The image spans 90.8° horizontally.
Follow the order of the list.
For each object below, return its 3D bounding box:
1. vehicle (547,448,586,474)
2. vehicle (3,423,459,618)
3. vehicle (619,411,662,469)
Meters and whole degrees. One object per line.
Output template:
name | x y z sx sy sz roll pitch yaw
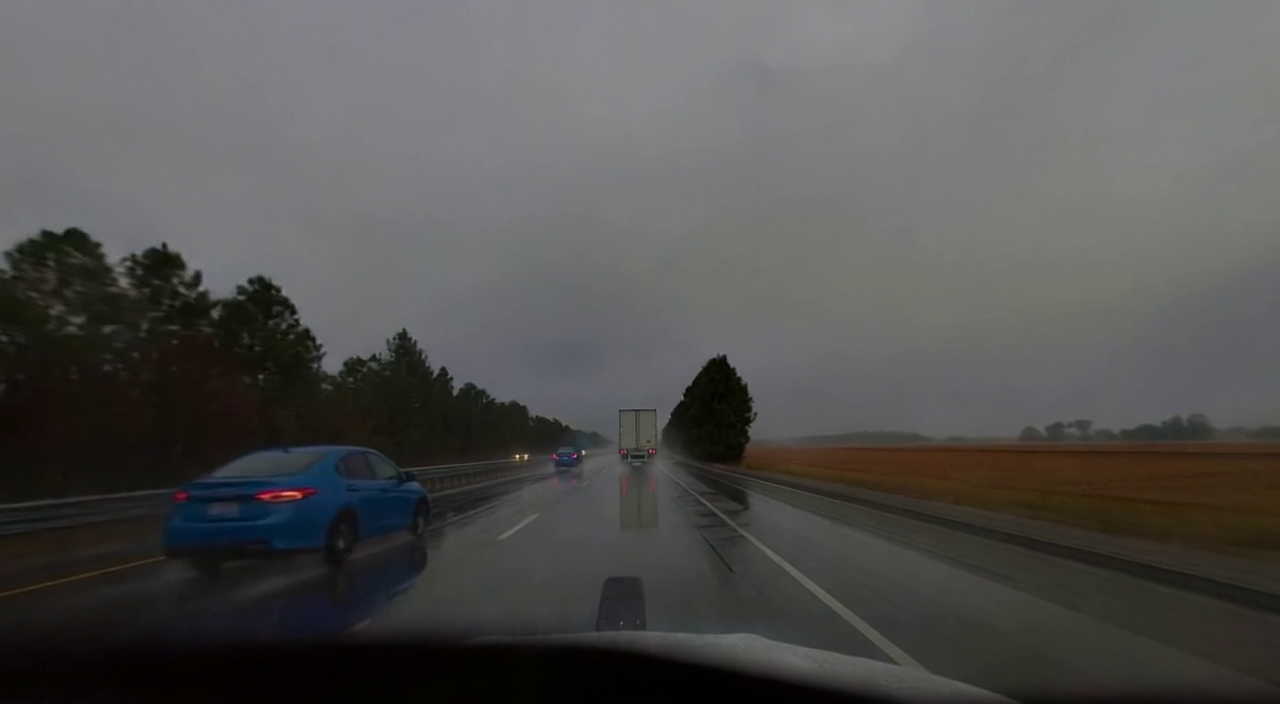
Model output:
vehicle | -4.413 6.619 38.536 1.937 1.493 3.779 0 -9 0
vehicle | -3.903 1.704 7.446 2.031 1.496 4.971 0 -9 0
vehicle | -0.018 7.034 49.727 2.995 4.028 10.508 0 -9 0
